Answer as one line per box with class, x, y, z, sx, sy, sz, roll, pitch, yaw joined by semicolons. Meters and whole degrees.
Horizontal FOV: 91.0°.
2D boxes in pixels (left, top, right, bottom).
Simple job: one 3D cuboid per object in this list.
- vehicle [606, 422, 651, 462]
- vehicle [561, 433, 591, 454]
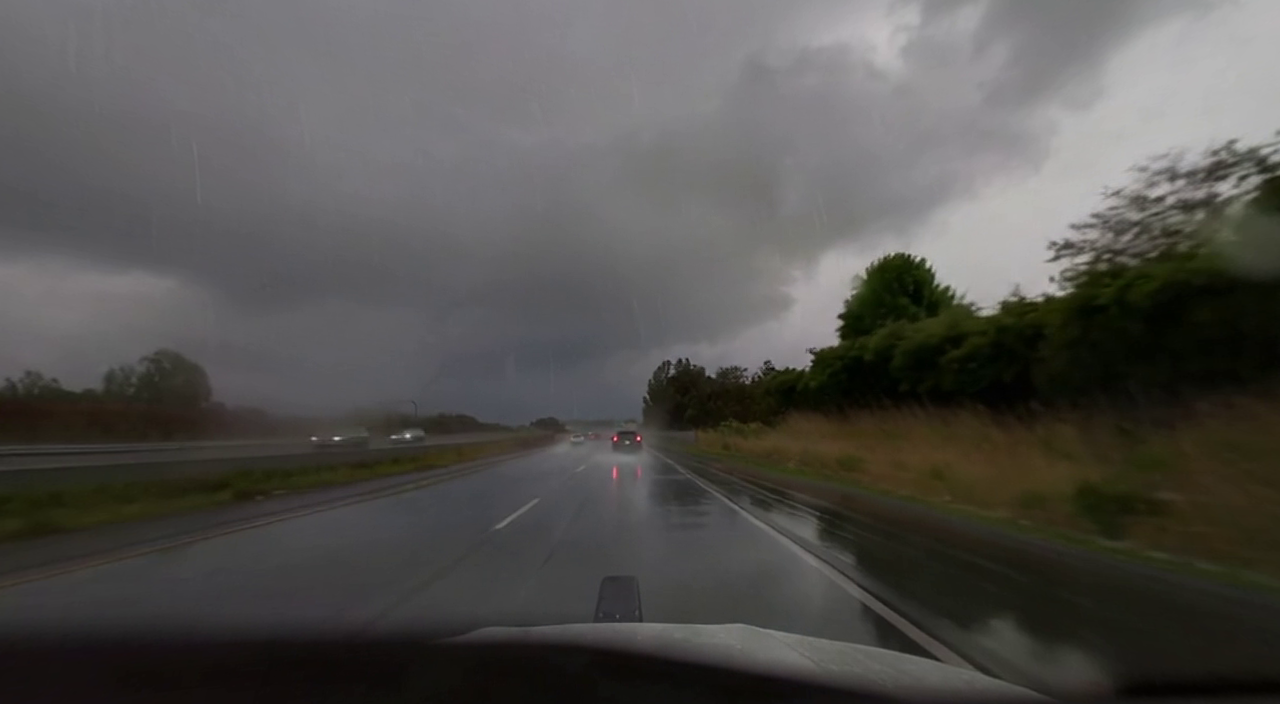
vehicle;-0.630;4.805;33.565;2.223;1.957;4.416;0;-8;-1
vehicle;-4.985;7.197;49.440;2.062;1.567;4.117;0;-8;-2
